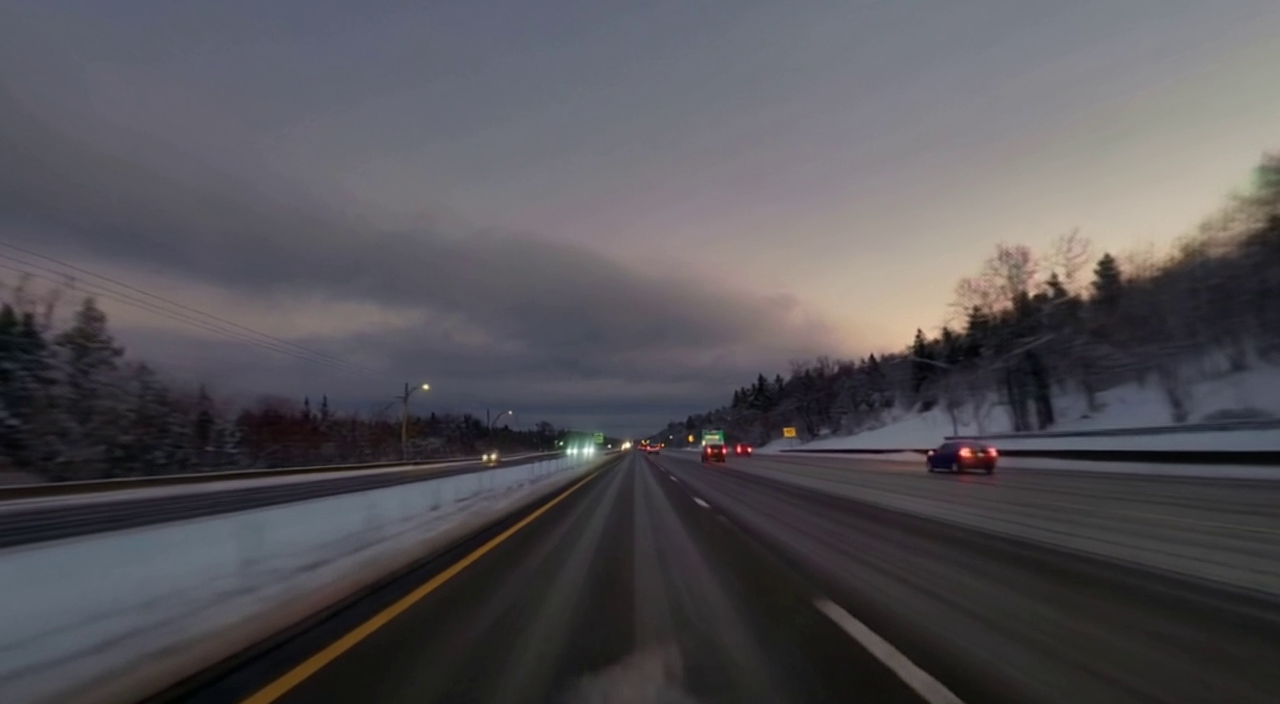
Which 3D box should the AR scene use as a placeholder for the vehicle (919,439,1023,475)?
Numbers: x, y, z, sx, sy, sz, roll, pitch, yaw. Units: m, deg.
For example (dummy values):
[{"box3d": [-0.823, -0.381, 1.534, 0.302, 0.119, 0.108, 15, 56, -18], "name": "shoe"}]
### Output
[{"box3d": [14.616, 4.656, 28.149, 2.089, 1.484, 4.573, 0, -9, -1], "name": "vehicle"}]
